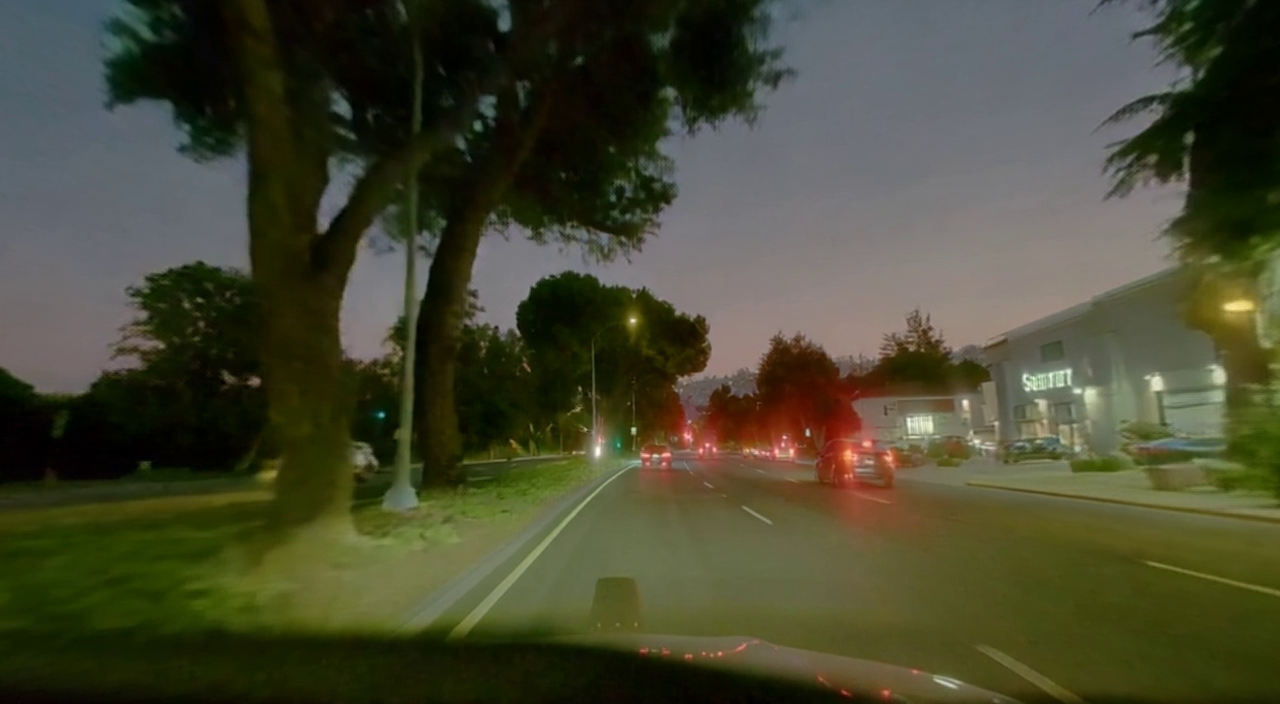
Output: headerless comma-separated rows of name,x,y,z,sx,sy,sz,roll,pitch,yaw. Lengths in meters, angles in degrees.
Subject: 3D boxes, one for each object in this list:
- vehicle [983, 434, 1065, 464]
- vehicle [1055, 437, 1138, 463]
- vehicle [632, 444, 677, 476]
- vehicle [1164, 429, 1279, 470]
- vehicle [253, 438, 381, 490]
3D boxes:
vehicle,22.463,5.690,37.168,1.864,1.655,4.179,0,-8,-5
vehicle,27.411,5.904,38.082,1.844,1.481,3.904,0,-8,-5
vehicle,0.745,5.276,31.258,2.095,1.456,3.873,-1,-8,2
vehicle,23.623,3.920,25.121,1.780,1.463,4.112,-1,-10,-3
vehicle,-11.273,3.932,22.523,1.987,1.626,4.654,-1,-8,2
